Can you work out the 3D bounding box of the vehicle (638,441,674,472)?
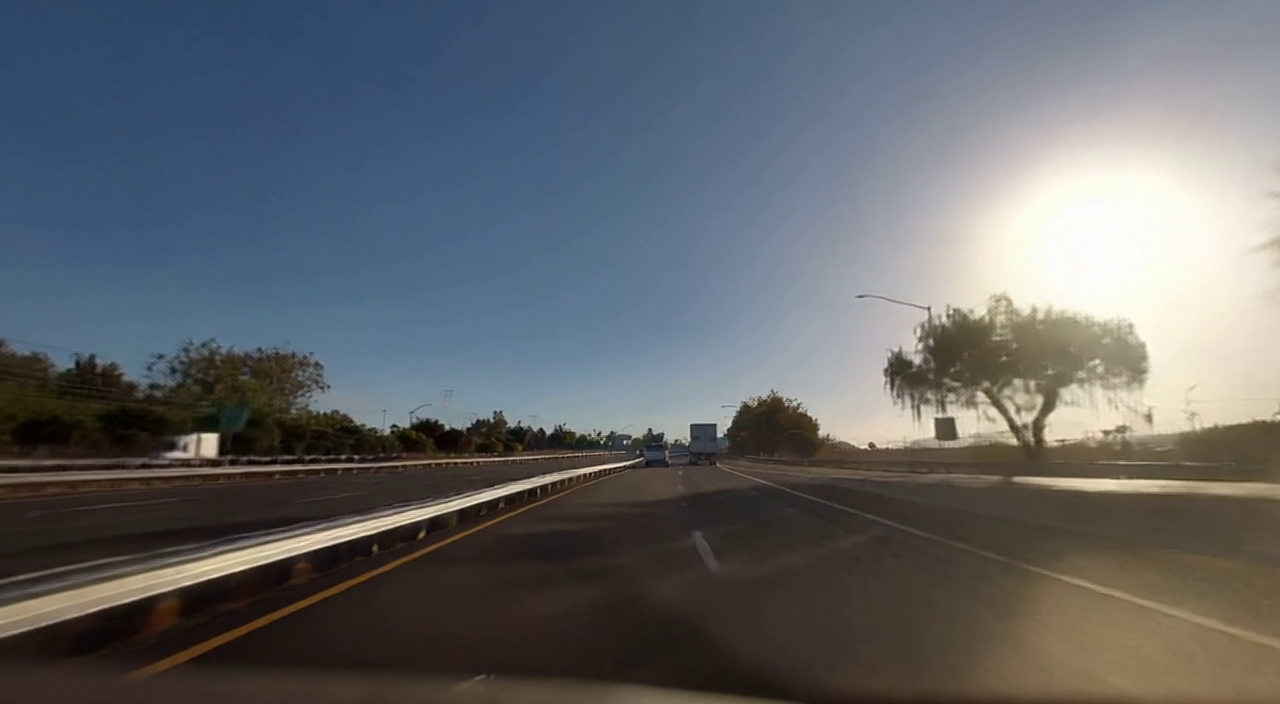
[{"bbox_3d":[1.165,7.336,44.368,2.271,2.049,4.894,-1,-9,4],"label":"vehicle"}]
